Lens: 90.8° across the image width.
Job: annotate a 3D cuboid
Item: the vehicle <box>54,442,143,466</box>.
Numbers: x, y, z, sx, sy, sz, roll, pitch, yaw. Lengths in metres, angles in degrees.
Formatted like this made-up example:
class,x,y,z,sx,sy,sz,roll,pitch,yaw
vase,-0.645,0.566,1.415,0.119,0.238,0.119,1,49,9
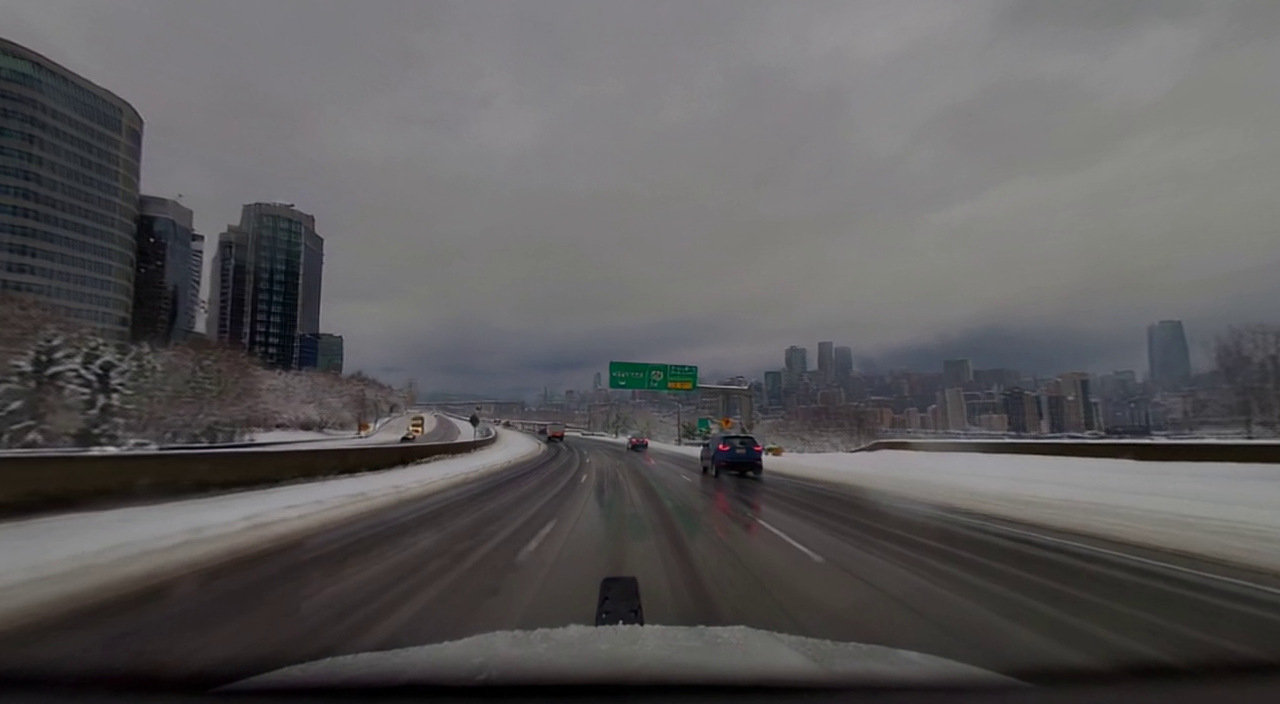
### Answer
class,x,y,z,sx,sy,sz,roll,pitch,yaw
vehicle,-34.853,6.542,40.854,1.841,1.441,4.695,0,-8,-4

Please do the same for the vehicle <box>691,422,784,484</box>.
class,x,y,z,sx,sy,sz,roll,pitch,yaw
vehicle,3.035,3.293,20.796,2.110,1.780,4.682,0,-8,-3
